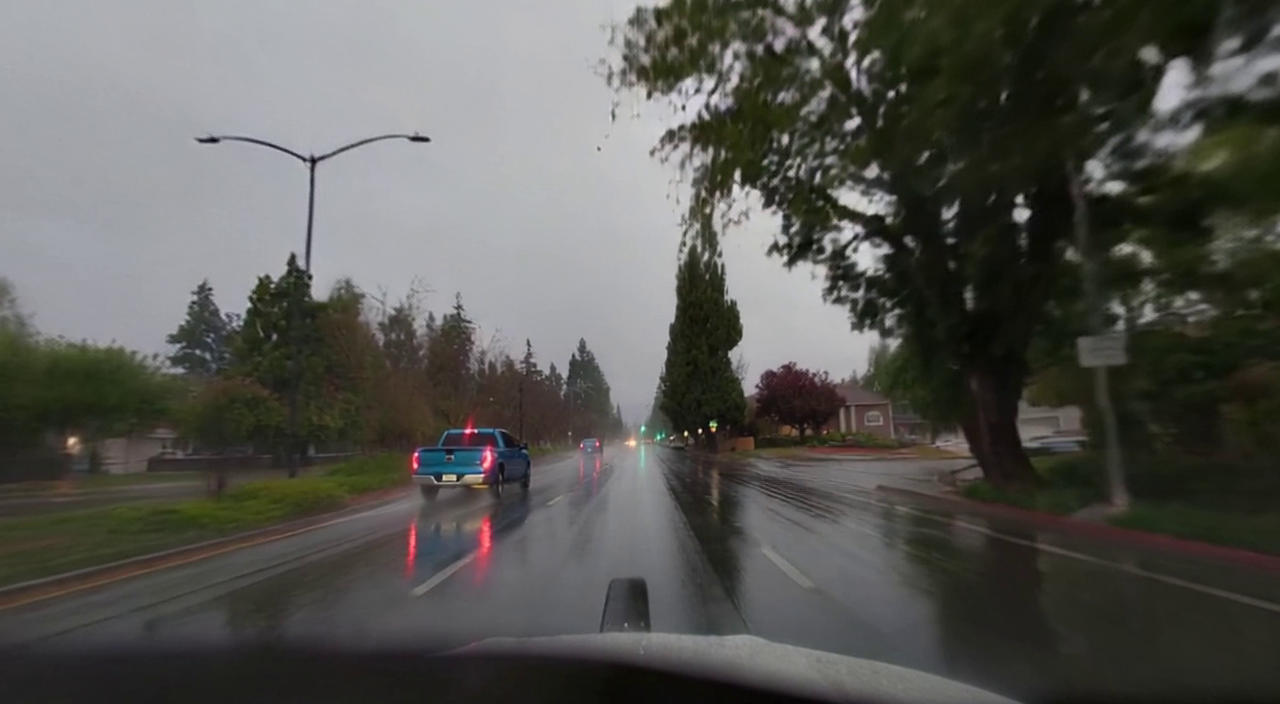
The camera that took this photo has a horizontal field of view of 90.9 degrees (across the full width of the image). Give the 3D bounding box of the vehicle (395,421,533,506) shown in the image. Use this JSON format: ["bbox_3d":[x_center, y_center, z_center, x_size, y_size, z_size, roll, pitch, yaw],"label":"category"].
[{"bbox_3d":[-4.060,2.671,15.510,2.002,1.747,4.728,0,-8,0],"label":"vehicle"}]

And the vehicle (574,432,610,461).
[{"bbox_3d":[-3.472,6.955,46.244,2.230,1.987,4.385,0,-8,1],"label":"vehicle"}]
